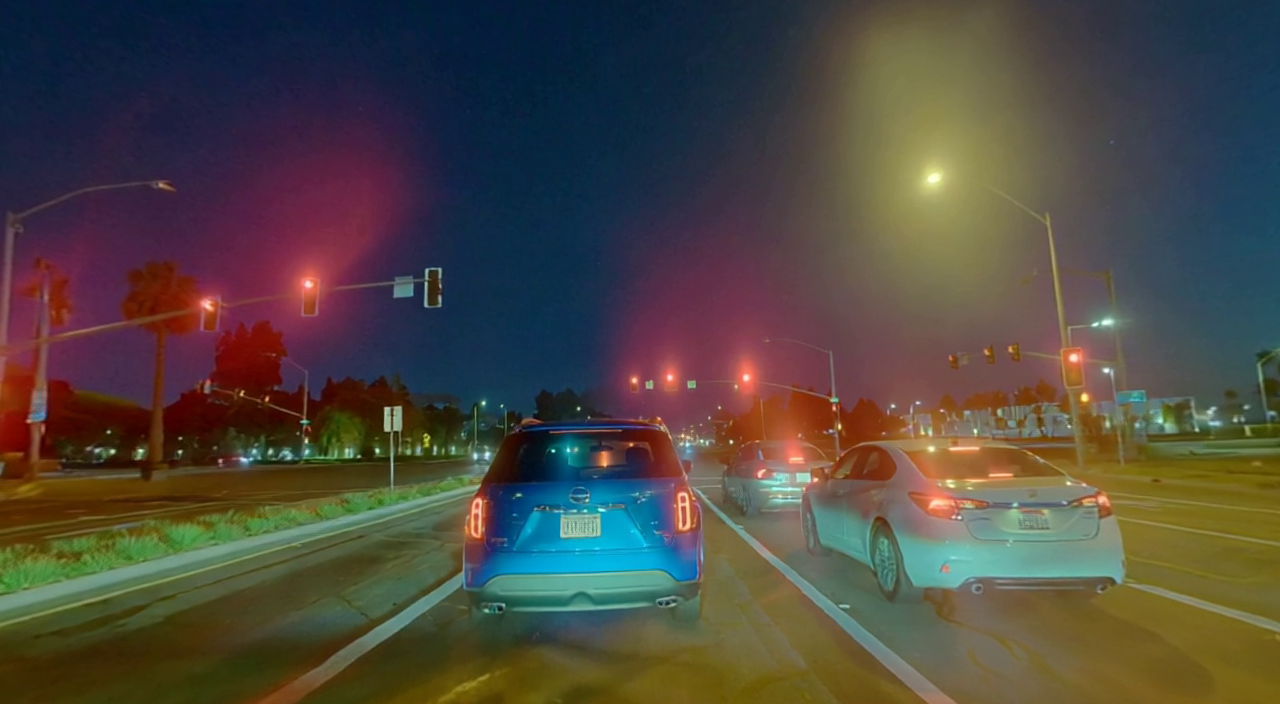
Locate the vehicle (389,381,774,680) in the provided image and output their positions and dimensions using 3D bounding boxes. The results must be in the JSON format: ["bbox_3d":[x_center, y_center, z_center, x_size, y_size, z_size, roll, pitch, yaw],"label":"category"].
[{"bbox_3d":[-0.336,1.312,5.675,2.172,1.694,4.055,0,-8,0],"label":"vehicle"}]

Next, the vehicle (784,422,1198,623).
[{"bbox_3d":[3.122,1.602,6.952,1.971,1.473,4.495,0,-8,0],"label":"vehicle"}]
